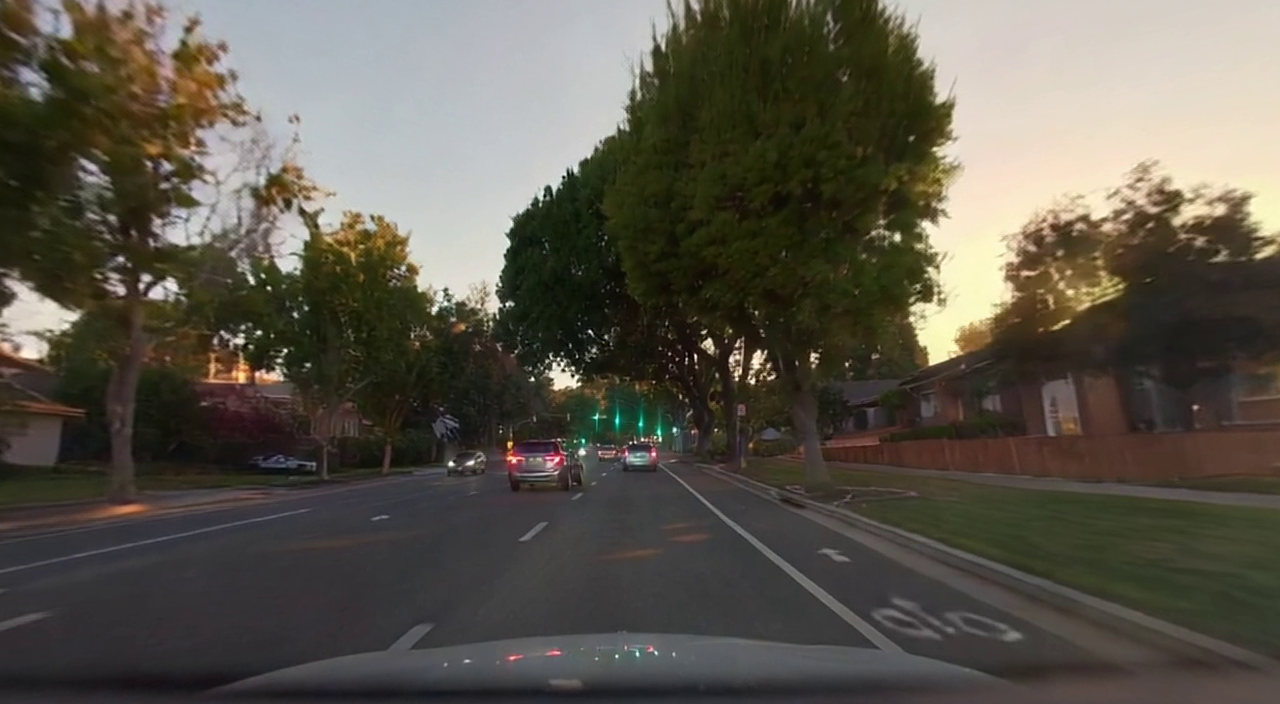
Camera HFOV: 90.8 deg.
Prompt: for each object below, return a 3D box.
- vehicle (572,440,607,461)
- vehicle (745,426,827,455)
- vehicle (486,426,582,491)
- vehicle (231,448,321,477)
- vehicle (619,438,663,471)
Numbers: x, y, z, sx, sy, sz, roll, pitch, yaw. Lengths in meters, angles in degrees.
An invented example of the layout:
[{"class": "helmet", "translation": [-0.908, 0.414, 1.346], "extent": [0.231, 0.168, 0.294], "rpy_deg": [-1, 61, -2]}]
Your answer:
[{"class": "vehicle", "translation": [-3.769, 7.491, 48.078], "extent": [2.268, 1.522, 4.350], "rpy_deg": [0, -8, 0]}, {"class": "vehicle", "translation": [11.068, 6.740, 48.212], "extent": [5.552, 2.070, 2.533], "rpy_deg": [0, -8, -4]}, {"class": "vehicle", "translation": [-3.138, 3.288, 19.746], "extent": [2.157, 1.771, 4.452], "rpy_deg": [0, -8, 1]}, {"class": "vehicle", "translation": [-22.287, 6.747, 38.774], "extent": [4.203, 1.693, 2.072], "rpy_deg": [0, -8, 1]}, {"class": "vehicle", "translation": [0.003, 5.106, 31.702], "extent": [2.062, 1.518, 3.901], "rpy_deg": [0, -8, -1]}]
